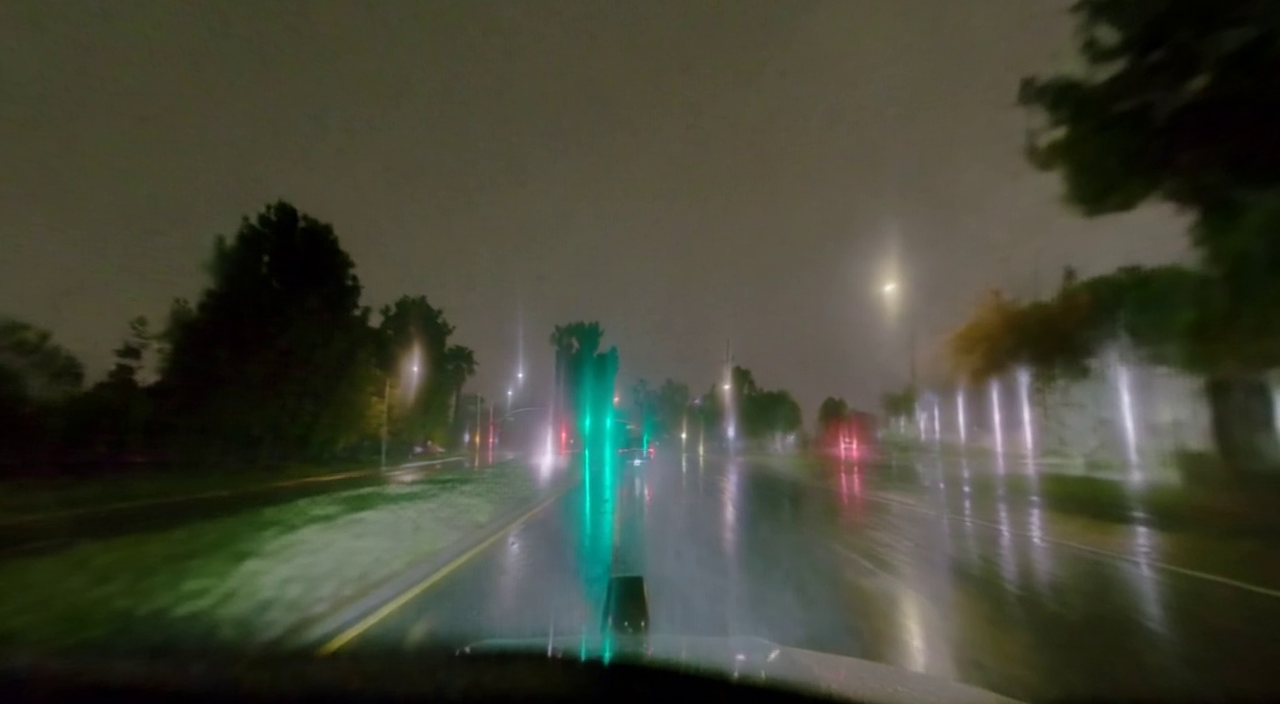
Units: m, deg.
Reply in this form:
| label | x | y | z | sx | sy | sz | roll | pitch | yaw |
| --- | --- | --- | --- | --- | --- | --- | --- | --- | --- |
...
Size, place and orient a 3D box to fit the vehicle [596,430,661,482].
| label | x | y | z | sx | sy | sz | roll | pitch | yaw |
| --- | --- | --- | --- | --- | --- | --- | --- | --- | --- |
| vehicle | -0.421 | 3.835 | 23.460 | 2.192 | 1.734 | 4.176 | 0 | -8 | -1 |
